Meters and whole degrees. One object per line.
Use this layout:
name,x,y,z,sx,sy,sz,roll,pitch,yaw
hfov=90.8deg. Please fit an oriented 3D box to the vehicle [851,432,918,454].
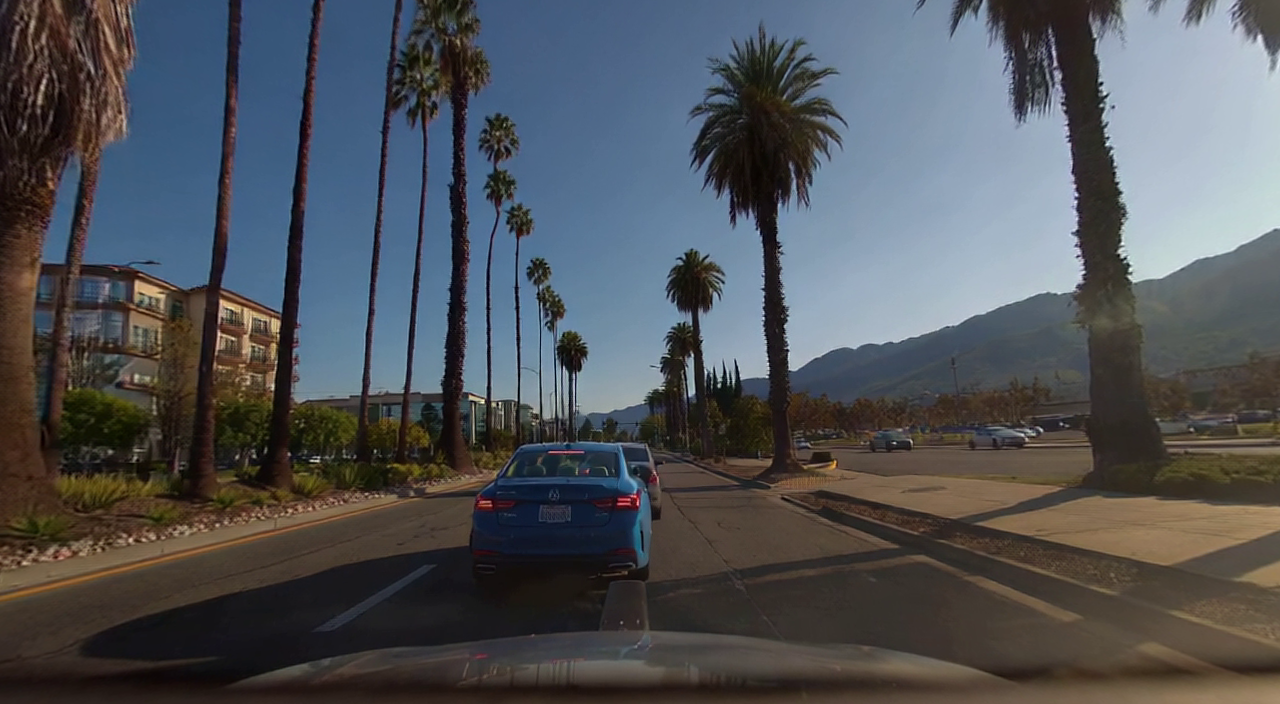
vehicle,19.208,7.198,49.801,1.925,1.652,4.490,6,-10,-34

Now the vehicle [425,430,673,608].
vehicle,-0.829,1.686,7.307,2.067,1.459,3.886,0,-8,-2

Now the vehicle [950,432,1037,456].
vehicle,23.677,6.187,42.389,4.640,1.526,1.961,0,-8,-4
